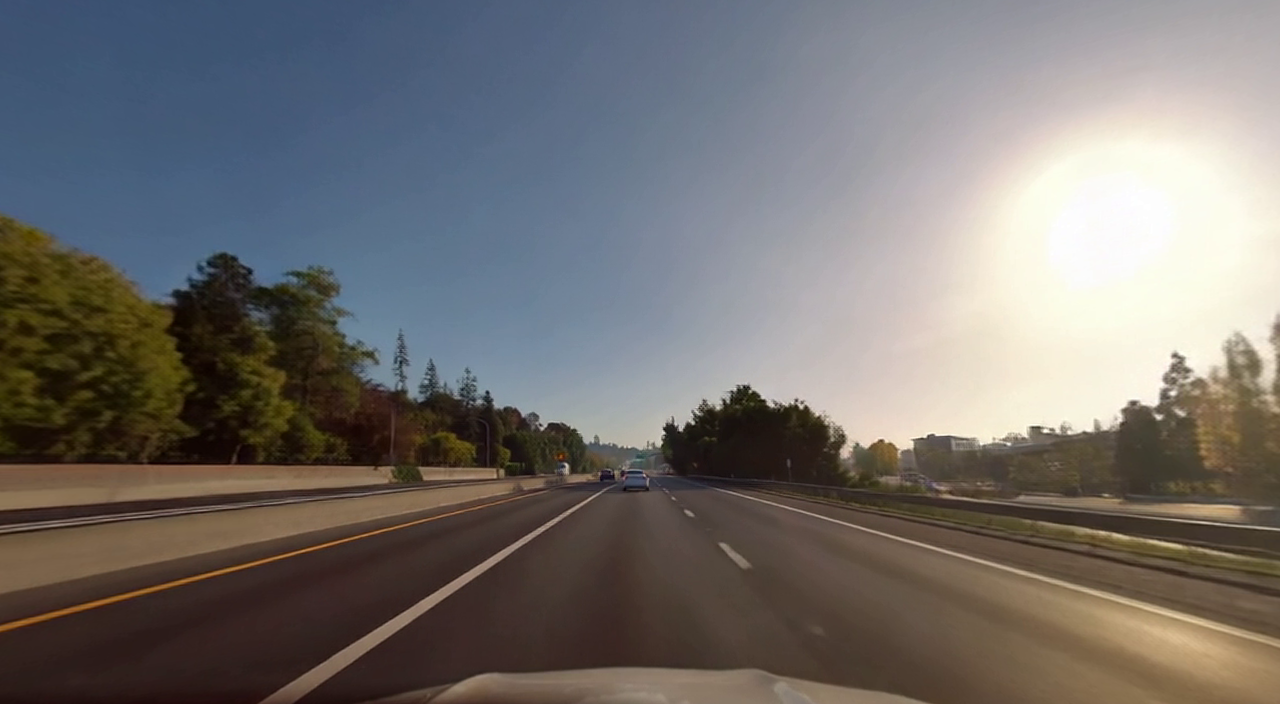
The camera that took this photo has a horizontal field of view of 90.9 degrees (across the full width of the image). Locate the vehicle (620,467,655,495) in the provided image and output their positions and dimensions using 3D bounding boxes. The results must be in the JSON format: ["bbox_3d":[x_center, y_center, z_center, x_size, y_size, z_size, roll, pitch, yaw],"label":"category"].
[{"bbox_3d":[-0.145,7.707,37.938,2.016,1.530,4.009,1,-11,0],"label":"vehicle"}]
